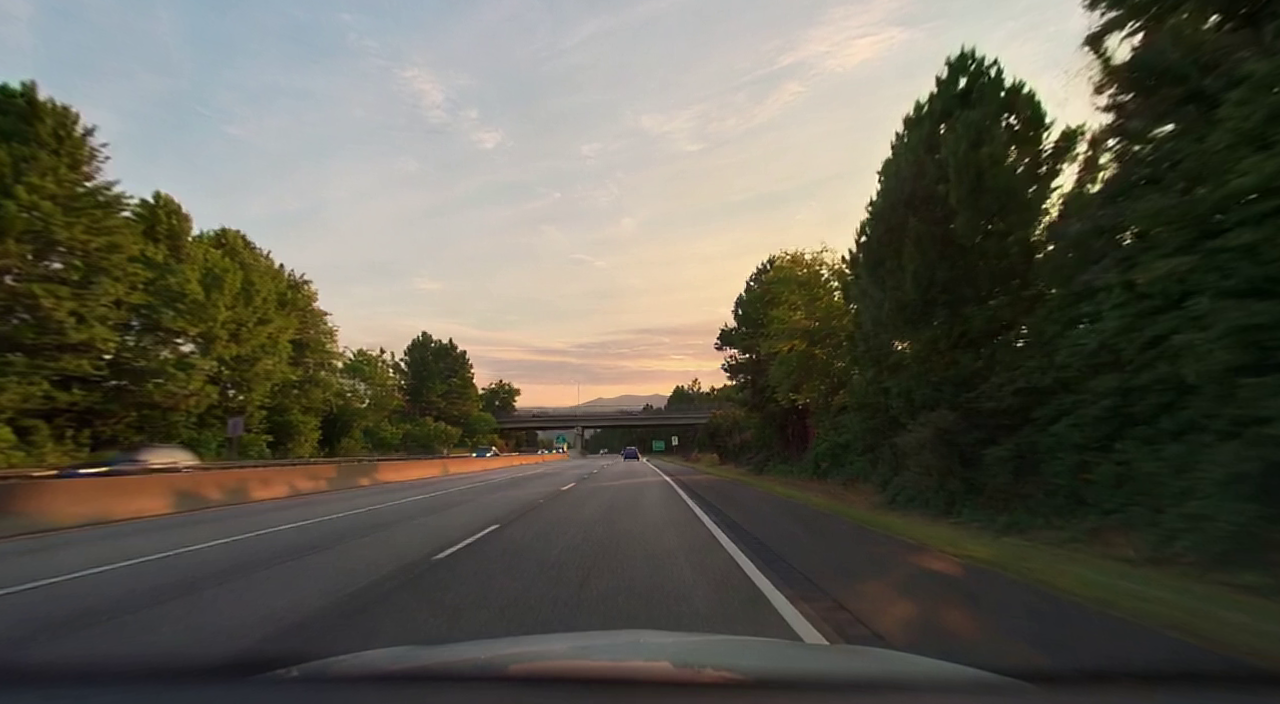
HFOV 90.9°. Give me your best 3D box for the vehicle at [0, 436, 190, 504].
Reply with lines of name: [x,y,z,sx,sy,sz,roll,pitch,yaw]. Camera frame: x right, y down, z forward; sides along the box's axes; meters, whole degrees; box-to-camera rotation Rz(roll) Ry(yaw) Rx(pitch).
vehicle: [-14.213,3.000,16.396,1.881,1.513,4.207,0,-9,0]
